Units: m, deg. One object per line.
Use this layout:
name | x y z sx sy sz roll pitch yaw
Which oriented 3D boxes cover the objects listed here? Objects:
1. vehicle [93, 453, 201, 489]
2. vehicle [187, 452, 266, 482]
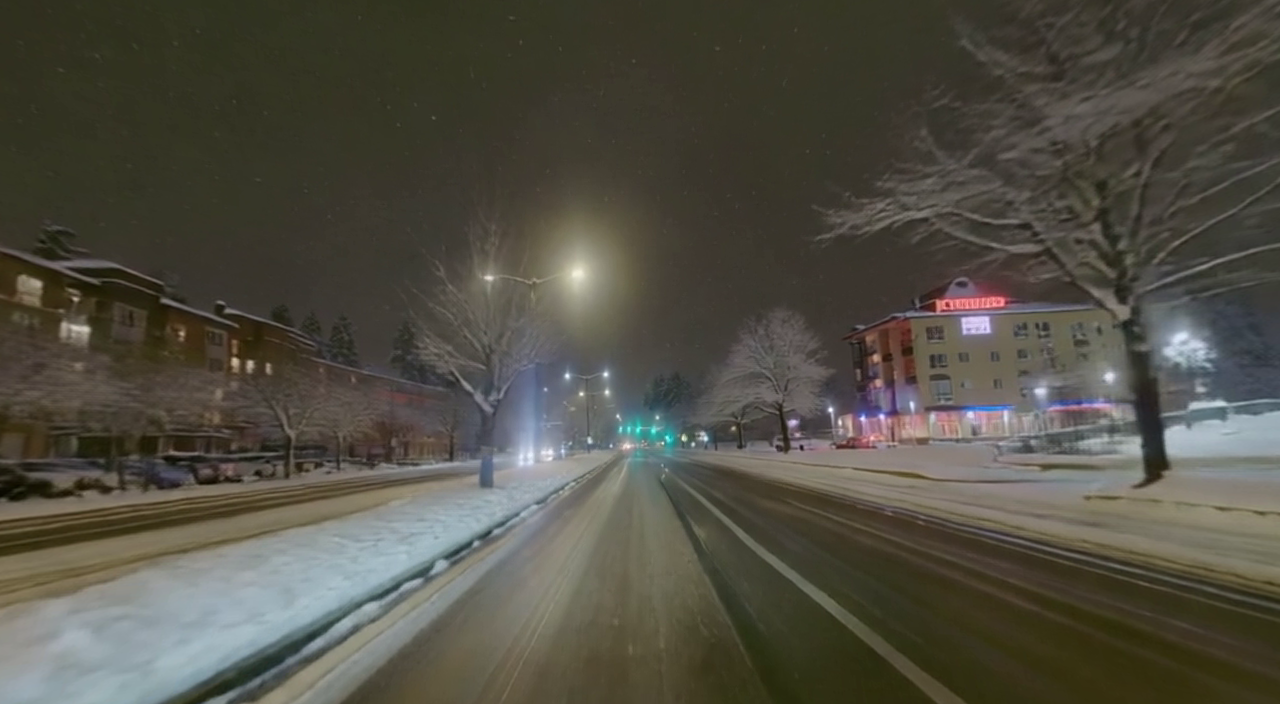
vehicle | -25.935 6.242 33.447 1.911 1.706 4.327 -1 -8 5
vehicle | -25.474 7.058 39.153 1.979 1.652 4.678 0 -8 -5
